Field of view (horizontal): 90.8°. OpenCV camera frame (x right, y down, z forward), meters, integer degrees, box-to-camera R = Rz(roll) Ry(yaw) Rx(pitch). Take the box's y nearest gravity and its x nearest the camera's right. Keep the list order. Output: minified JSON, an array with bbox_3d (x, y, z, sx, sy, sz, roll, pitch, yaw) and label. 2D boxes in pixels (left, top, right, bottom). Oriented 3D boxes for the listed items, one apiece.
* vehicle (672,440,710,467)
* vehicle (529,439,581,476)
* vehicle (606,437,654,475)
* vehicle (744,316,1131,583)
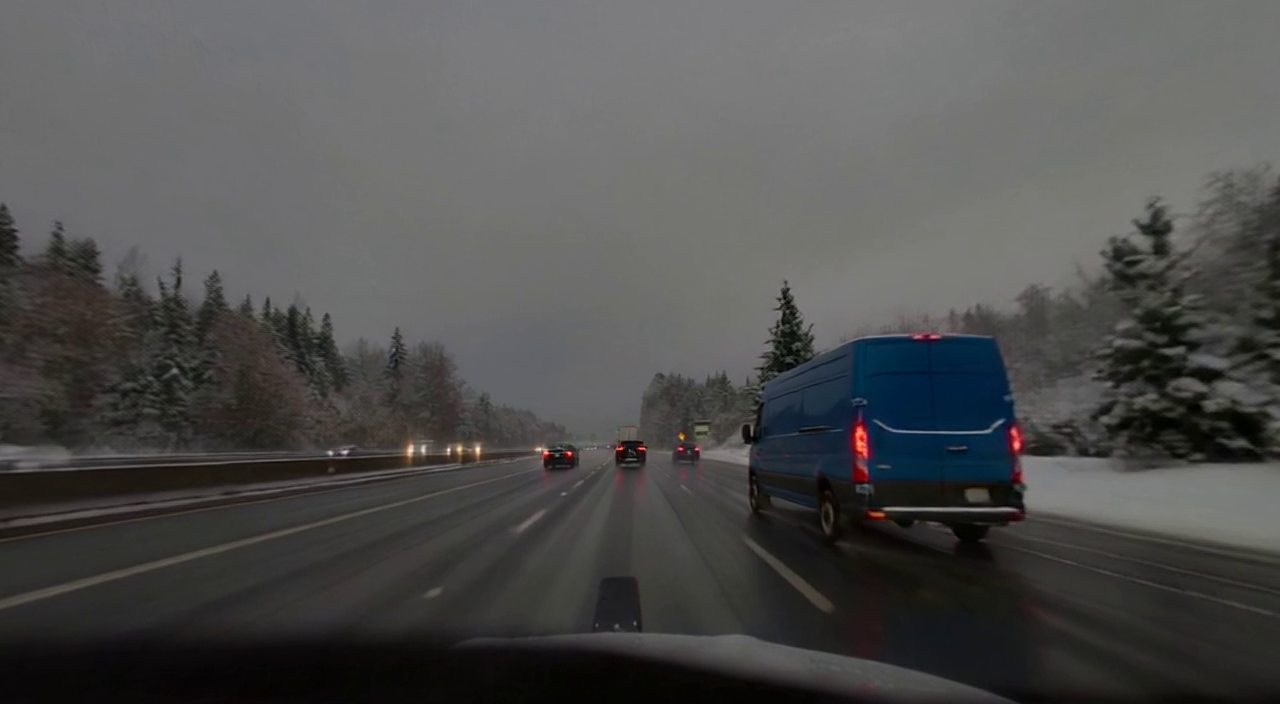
[{"bbox_3d":[3.454,6.983,43.621,2.160,1.759,4.214,0,-8,-2],"label":"vehicle"},{"bbox_3d":[-4.227,5.309,32.022,2.023,1.709,4.263,0,-8,0],"label":"vehicle"},{"bbox_3d":[-0.489,5.343,32.717,2.297,1.783,4.355,0,-8,0],"label":"vehicle"},{"bbox_3d":[3.553,1.440,9.737,2.631,2.709,6.496,0,-8,-1],"label":"vehicle"}]
